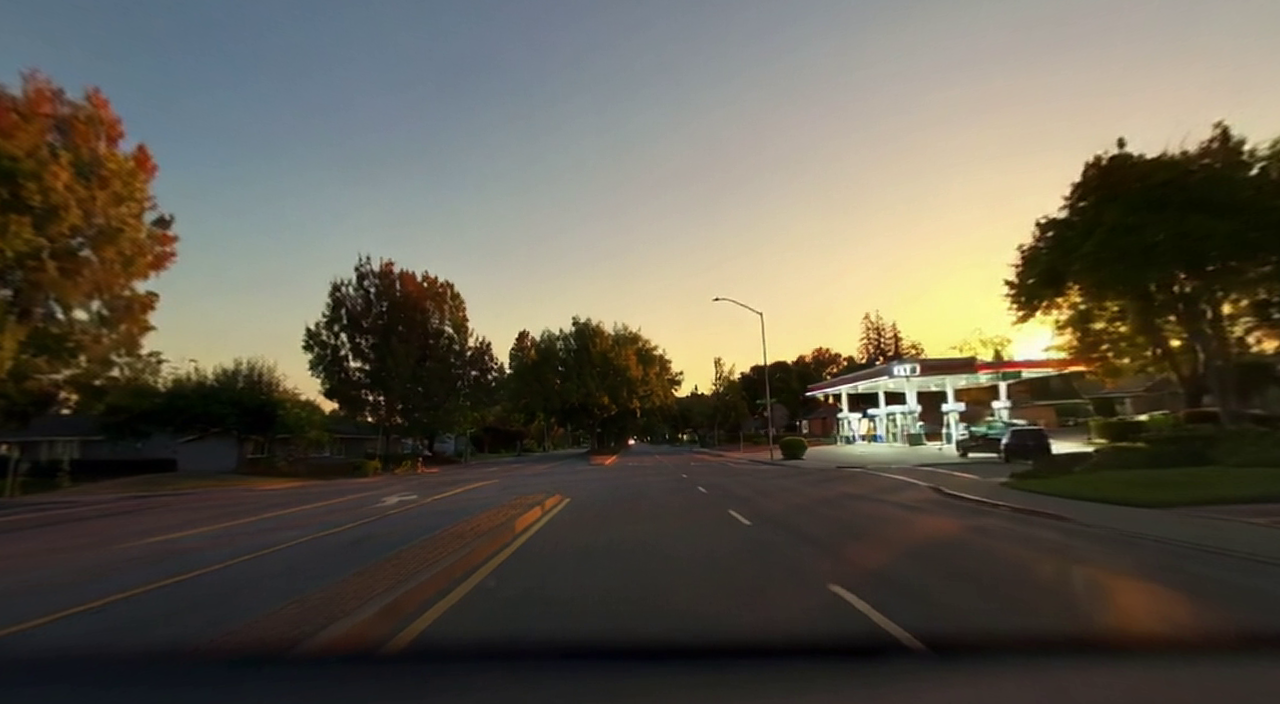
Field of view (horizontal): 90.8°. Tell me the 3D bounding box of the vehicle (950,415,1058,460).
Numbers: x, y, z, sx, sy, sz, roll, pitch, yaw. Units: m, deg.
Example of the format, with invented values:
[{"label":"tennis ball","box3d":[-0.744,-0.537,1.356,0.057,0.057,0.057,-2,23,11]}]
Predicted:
[{"label":"vehicle","box3d":[17.339,4.074,30.454,2.314,1.921,5.069,-1,-7,2]}]
